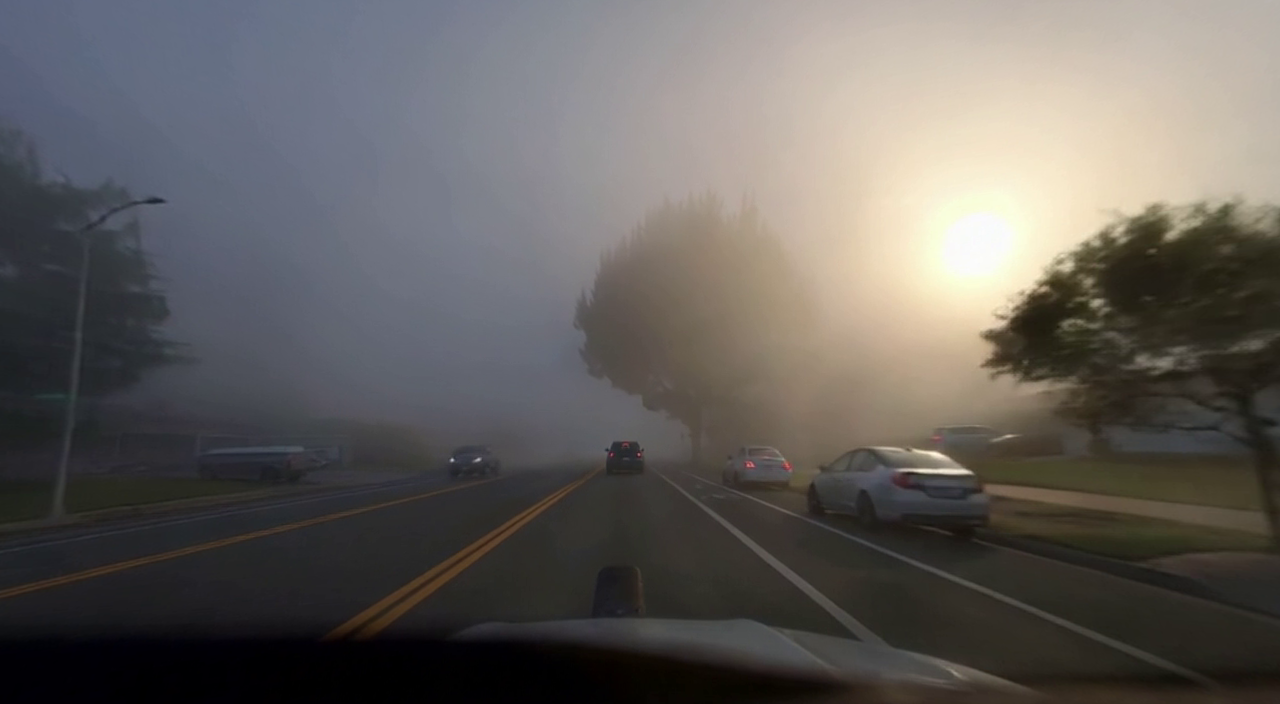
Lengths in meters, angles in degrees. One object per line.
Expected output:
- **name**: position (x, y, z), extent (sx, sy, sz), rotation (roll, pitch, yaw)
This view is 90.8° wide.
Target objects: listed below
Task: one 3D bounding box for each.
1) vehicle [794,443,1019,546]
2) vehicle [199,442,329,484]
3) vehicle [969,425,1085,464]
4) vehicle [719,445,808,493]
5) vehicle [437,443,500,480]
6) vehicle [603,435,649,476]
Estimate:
- **vehicle**: position (4.472, 2.439, 11.608), extent (1.963, 1.469, 4.709), rotation (0, -9, -2)
- **vehicle**: position (-19.987, 5.887, 33.766), extent (5.551, 1.870, 2.183), rotation (-2, -8, -2)
- **vehicle**: position (18.027, 4.319, 29.543), extent (4.172, 1.705, 2.032), rotation (1, -9, -7)
- **vehicle**: position (4.212, 4.074, 22.484), extent (2.001, 1.480, 5.022), rotation (0, -9, -2)
- **vehicle**: position (-8.863, 5.676, 33.059), extent (1.999, 1.806, 4.479), rotation (0, -9, 0)
- **vehicle**: position (-0.700, 5.269, 32.425), extent (2.153, 1.942, 4.767), rotation (0, -9, -1)
